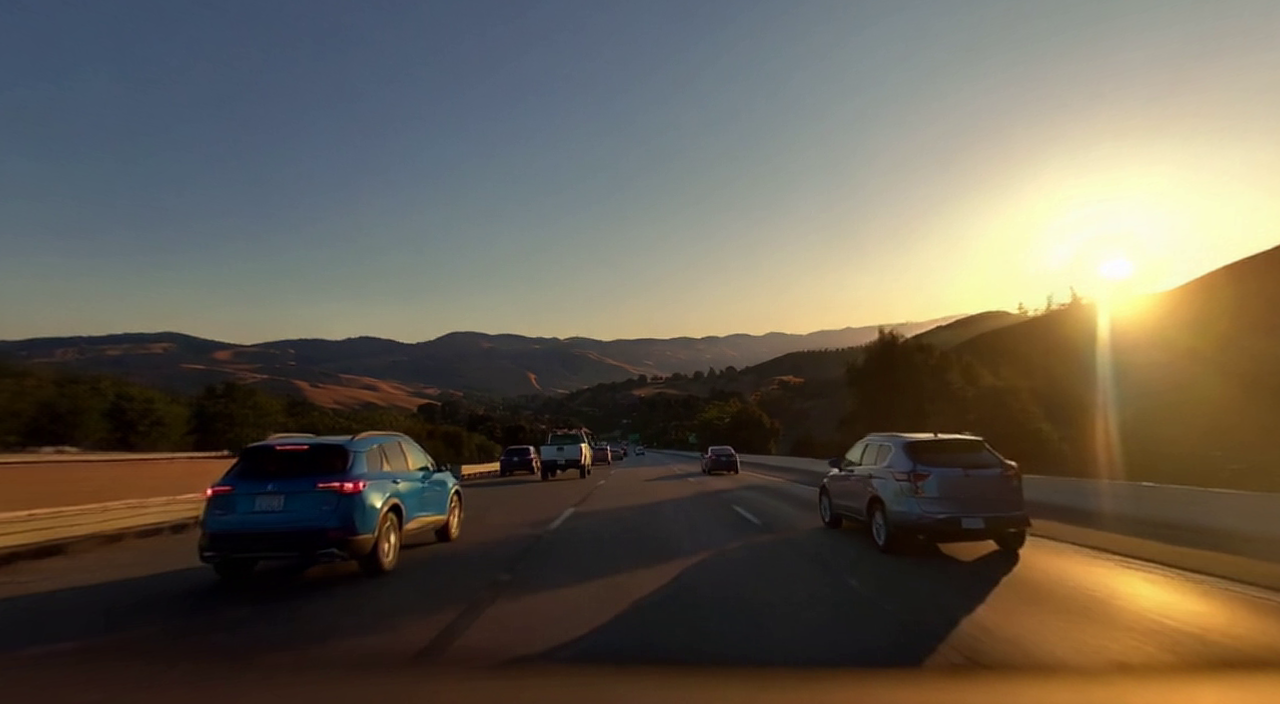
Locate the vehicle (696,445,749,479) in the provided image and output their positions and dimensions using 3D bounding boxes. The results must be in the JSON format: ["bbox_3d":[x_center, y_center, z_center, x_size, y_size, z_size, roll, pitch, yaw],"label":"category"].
[{"bbox_3d":[4.139,5.605,32.422,2.071,1.570,4.637,0,-8,-1],"label":"vehicle"}]

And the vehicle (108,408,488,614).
[{"bbox_3d":[-3.401,1.655,7.476,2.080,1.716,4.207,0,-8,1],"label":"vehicle"}]

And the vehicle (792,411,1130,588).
[{"bbox_3d":[3.681,1.772,8.475,2.066,1.696,4.604,0,-8,-1],"label":"vehicle"}]

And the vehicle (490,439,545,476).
[{"bbox_3d":[-6.958,6.033,36.342,2.149,1.922,4.976,0,-8,0],"label":"vehicle"}]

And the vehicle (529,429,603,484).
[{"bbox_3d":[-3.048,4.477,27.256,2.494,2.136,5.539,0,-8,0],"label":"vehicle"}]
